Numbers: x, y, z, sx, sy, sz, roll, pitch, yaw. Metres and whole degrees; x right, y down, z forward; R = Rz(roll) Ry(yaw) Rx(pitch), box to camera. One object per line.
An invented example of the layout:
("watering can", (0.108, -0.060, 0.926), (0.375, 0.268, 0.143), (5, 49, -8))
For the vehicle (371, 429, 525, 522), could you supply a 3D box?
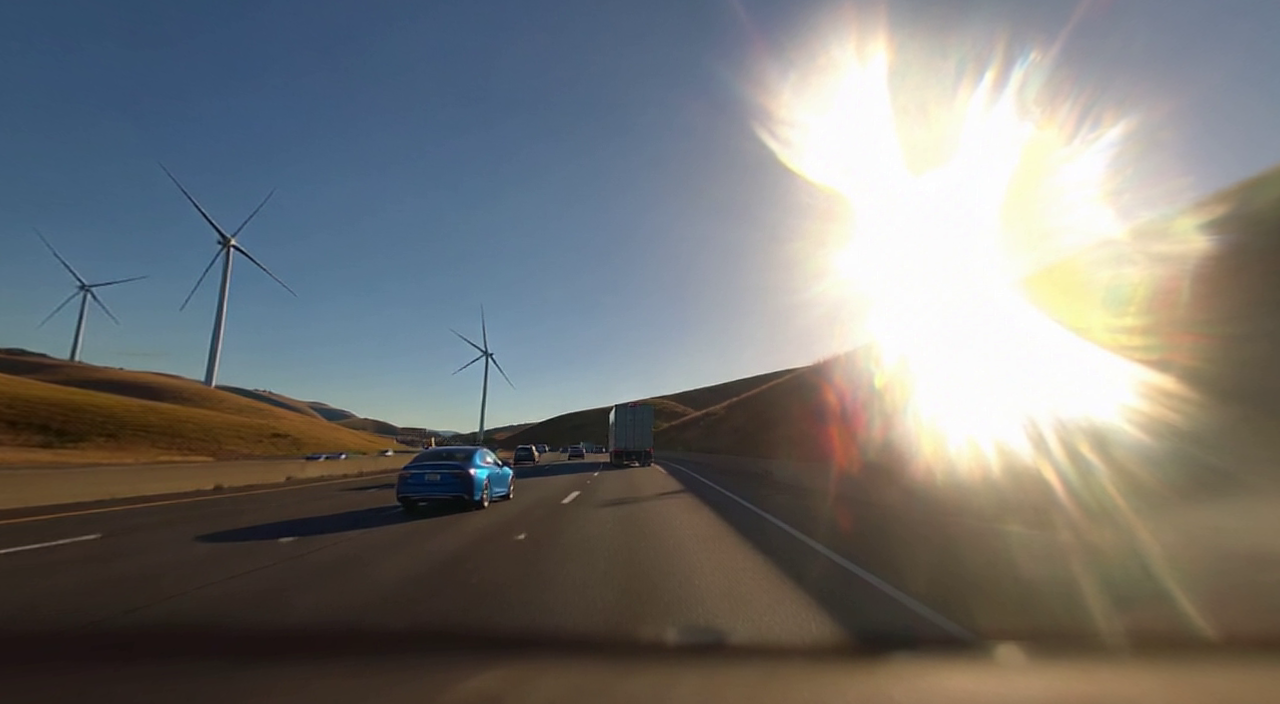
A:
("vehicle", (-3.875, 2.537, 13.446), (2.109, 1.684, 3.783), (0, -8, 0))
